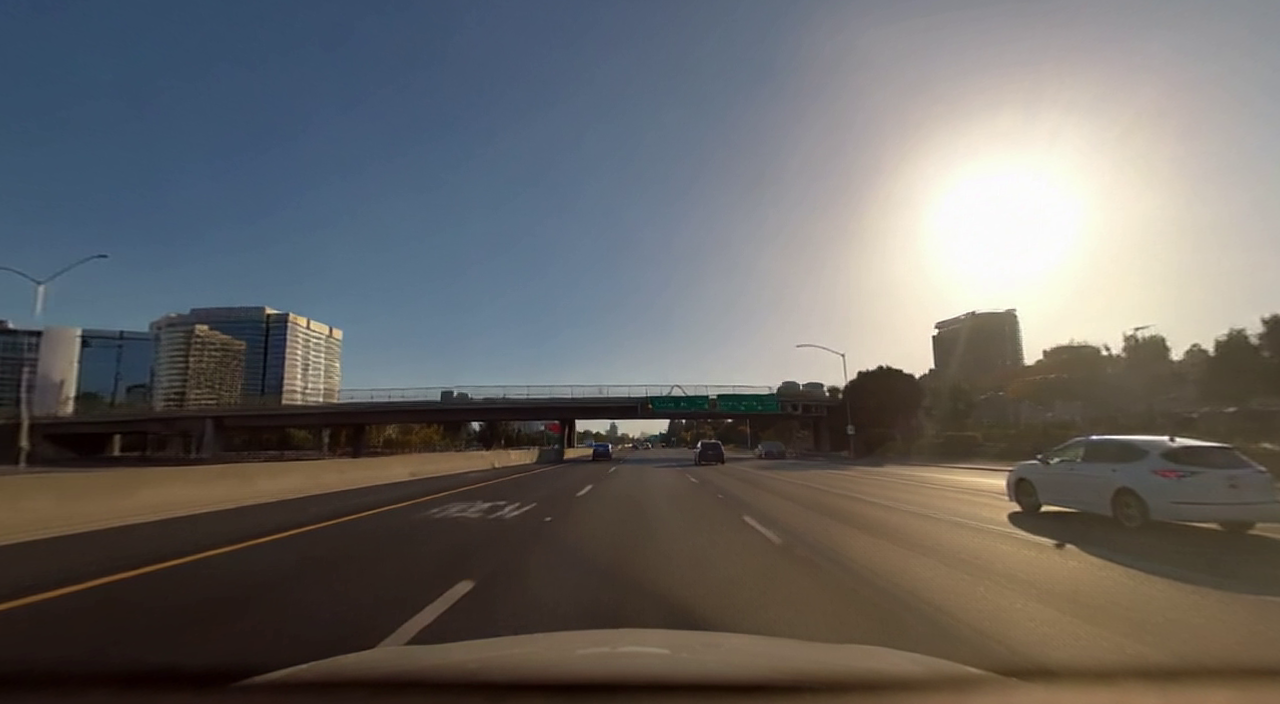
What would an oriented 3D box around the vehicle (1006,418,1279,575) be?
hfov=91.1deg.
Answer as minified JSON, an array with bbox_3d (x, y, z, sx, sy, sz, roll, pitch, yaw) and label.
[{"bbox_3d":[7.619,1.832,8.831,2.032,1.601,4.863,0,-8,0],"label":"vehicle"}]
